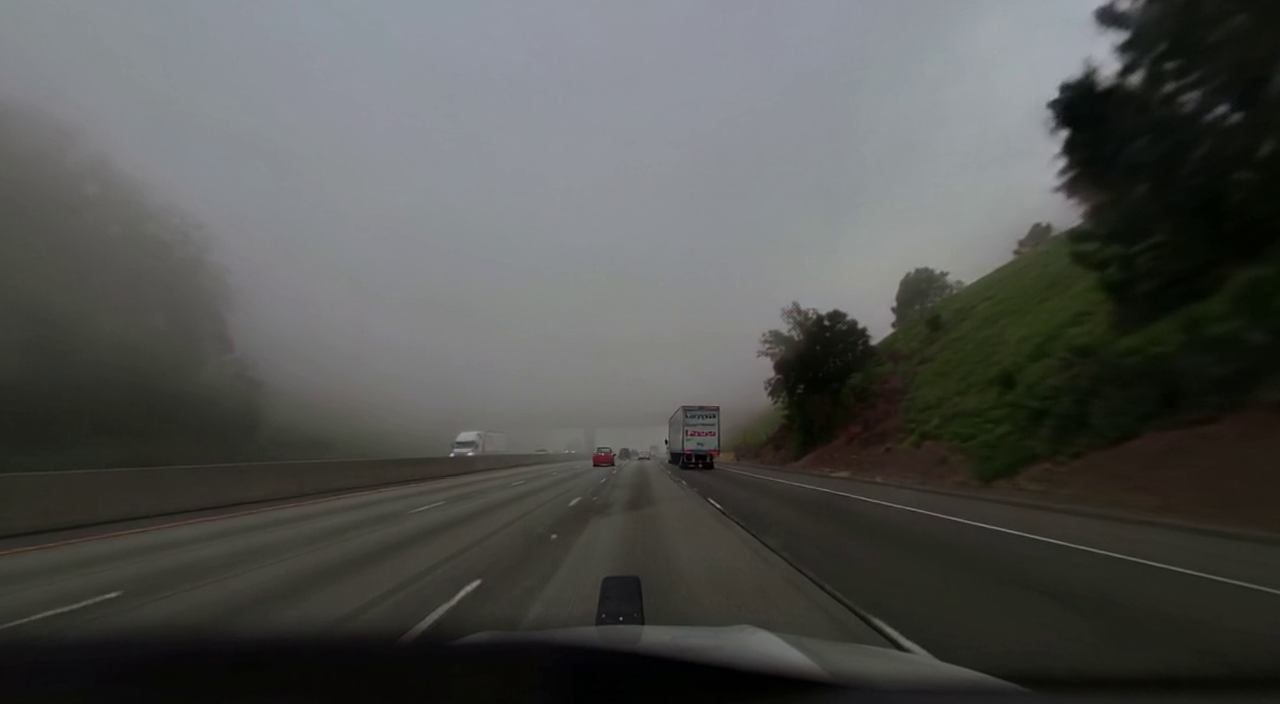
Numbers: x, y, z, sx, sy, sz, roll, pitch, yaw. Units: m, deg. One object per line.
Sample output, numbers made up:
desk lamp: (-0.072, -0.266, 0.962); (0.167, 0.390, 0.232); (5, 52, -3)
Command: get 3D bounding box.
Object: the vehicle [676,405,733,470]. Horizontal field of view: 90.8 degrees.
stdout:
vehicle: (4.211, 5.930, 43.185); (2.885, 3.992, 8.526); (0, -9, 0)
